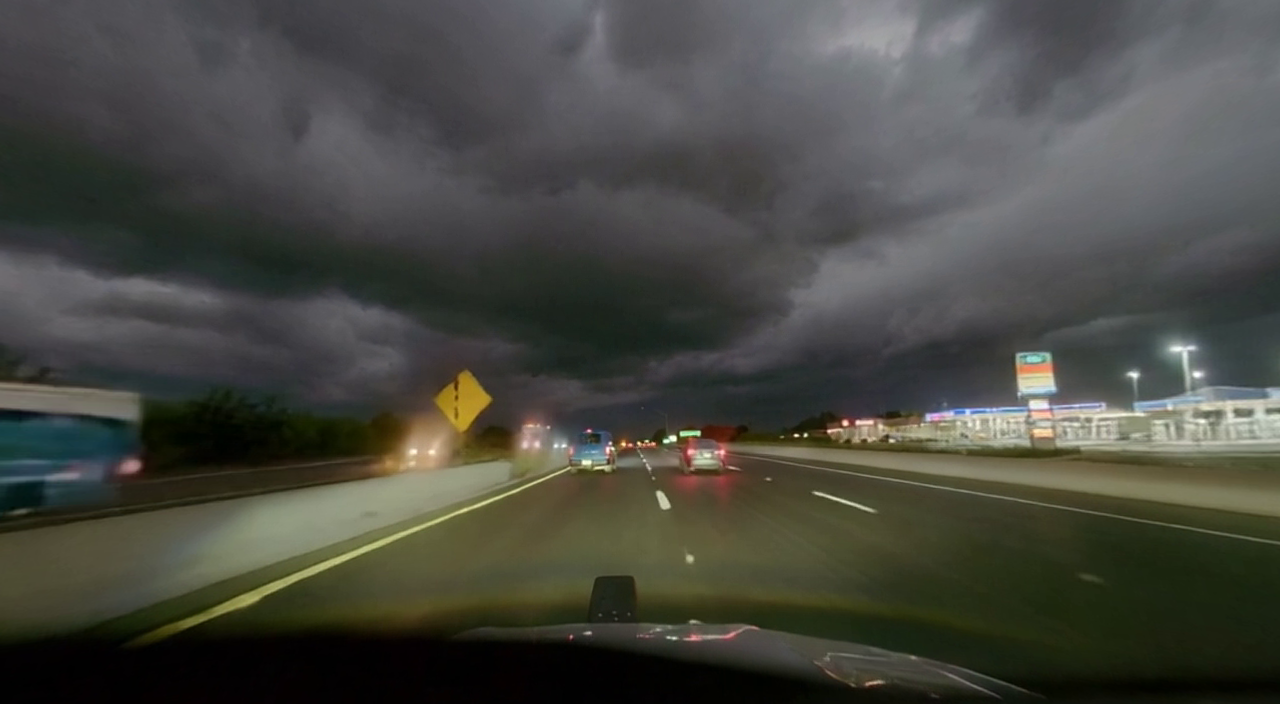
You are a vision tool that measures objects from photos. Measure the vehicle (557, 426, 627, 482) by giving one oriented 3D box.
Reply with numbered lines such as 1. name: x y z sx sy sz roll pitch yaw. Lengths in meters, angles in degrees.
1. vehicle: -1.547 3.510 21.986 2.061 1.732 4.457 0 -8 0

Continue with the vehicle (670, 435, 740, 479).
1. vehicle: 2.413 4.025 24.591 2.151 1.550 4.694 0 -8 -1
